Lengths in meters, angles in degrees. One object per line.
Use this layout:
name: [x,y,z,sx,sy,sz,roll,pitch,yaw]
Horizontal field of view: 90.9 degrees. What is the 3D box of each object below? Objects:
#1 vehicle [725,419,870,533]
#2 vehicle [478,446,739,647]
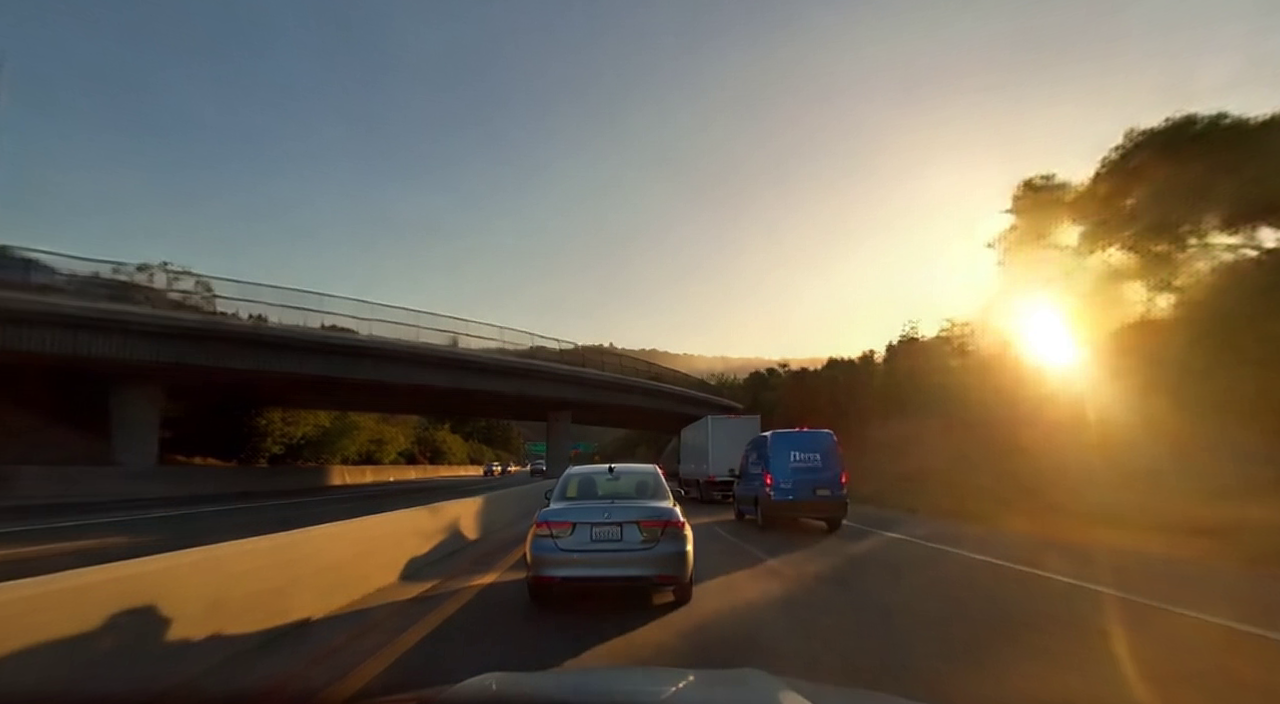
vehicle: [3.934,3.310,17.017,2.328,2.537,5.290,1,-11,-2]
vehicle: [-0.264,1.813,6.596,1.980,1.493,3.410,1,-11,-1]
